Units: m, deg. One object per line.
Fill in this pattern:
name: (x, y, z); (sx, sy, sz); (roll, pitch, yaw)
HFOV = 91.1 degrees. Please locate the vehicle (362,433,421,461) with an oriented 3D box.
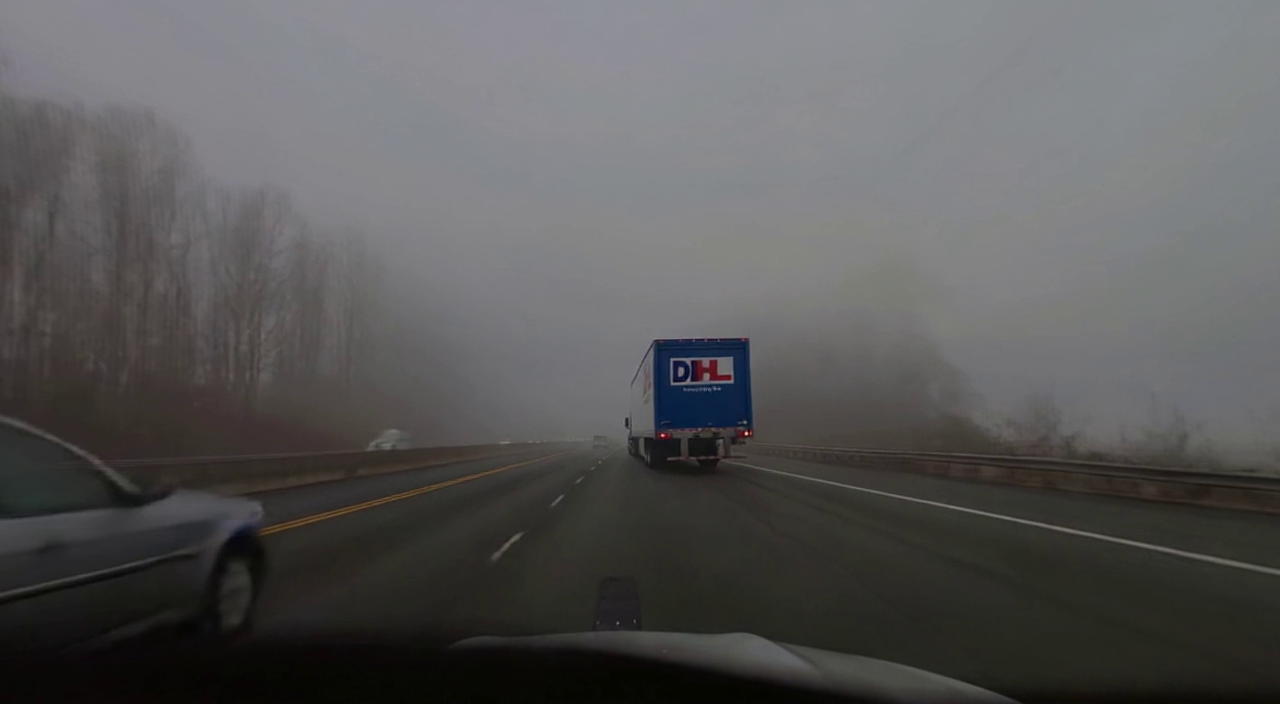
vehicle: (-16.922, 6.474, 43.070); (2.062, 1.777, 4.967); (0, -8, -1)

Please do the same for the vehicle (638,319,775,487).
vehicle: (1.646, 1.843, 20.255); (3.011, 4.211, 8.926); (0, -8, -3)

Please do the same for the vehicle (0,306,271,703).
vehicle: (-3.599, 0.607, 1.444); (2.394, 1.787, 5.186); (0, -8, -1)
